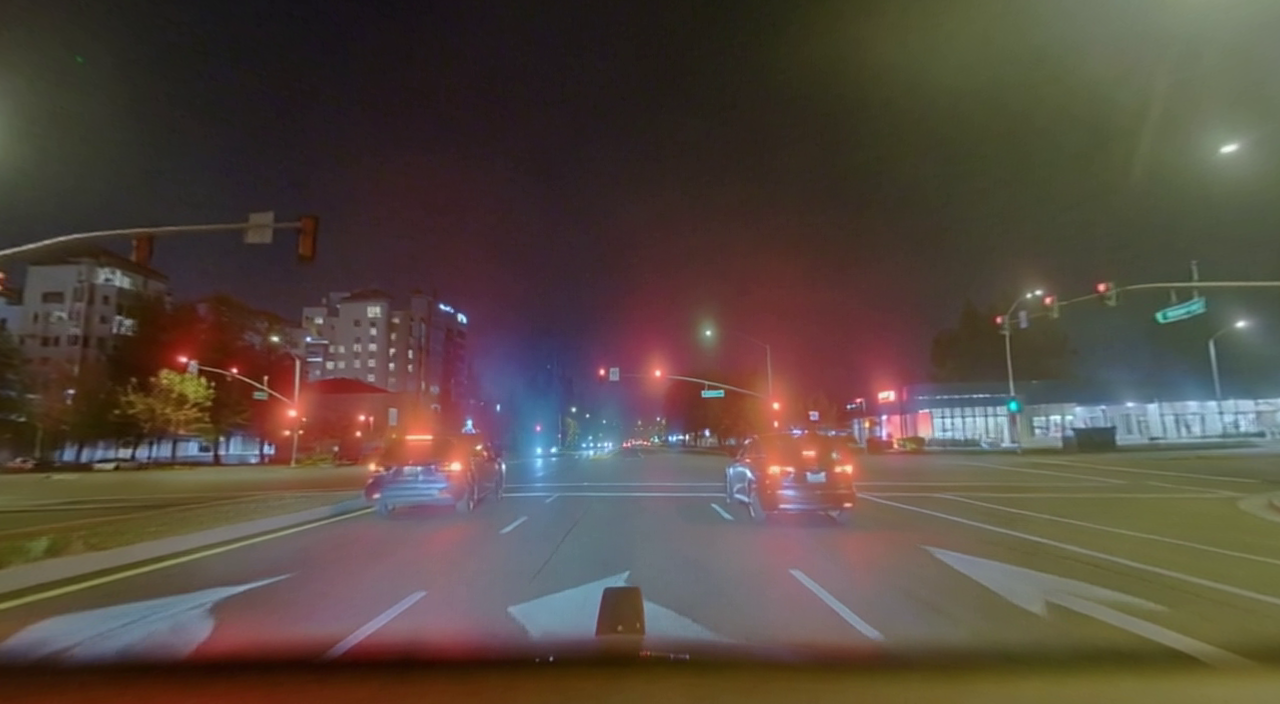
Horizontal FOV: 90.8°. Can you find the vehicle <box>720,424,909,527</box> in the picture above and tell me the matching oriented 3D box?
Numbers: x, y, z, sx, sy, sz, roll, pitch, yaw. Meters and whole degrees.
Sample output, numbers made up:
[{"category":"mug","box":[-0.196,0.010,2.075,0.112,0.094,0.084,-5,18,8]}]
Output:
[{"category":"vehicle","box":[2.919,2.207,11.873,2.130,1.524,4.722,0,-8,-1]}]

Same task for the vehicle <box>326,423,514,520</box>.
[{"category":"vehicle","box":[-3.934,2.227,12.286,1.973,1.526,4.533,0,-8,1]}]
